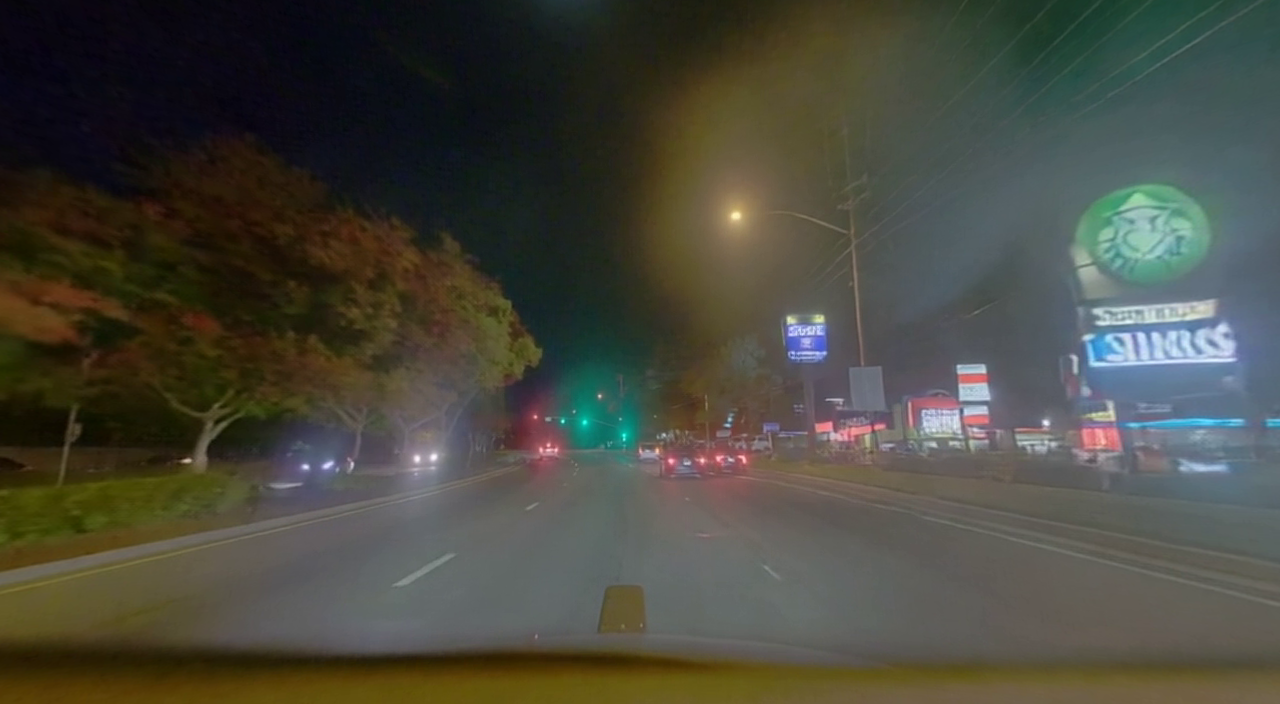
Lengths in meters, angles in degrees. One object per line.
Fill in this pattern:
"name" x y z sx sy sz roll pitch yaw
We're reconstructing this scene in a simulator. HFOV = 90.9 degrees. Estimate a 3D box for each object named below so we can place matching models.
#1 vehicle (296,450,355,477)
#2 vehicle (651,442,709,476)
"vehicle" -21.565 7.640 43.508 2.005 1.713 4.648 1 -8 -5
"vehicle" 1.787 4.950 29.457 2.130 1.476 4.453 1 -9 -4
